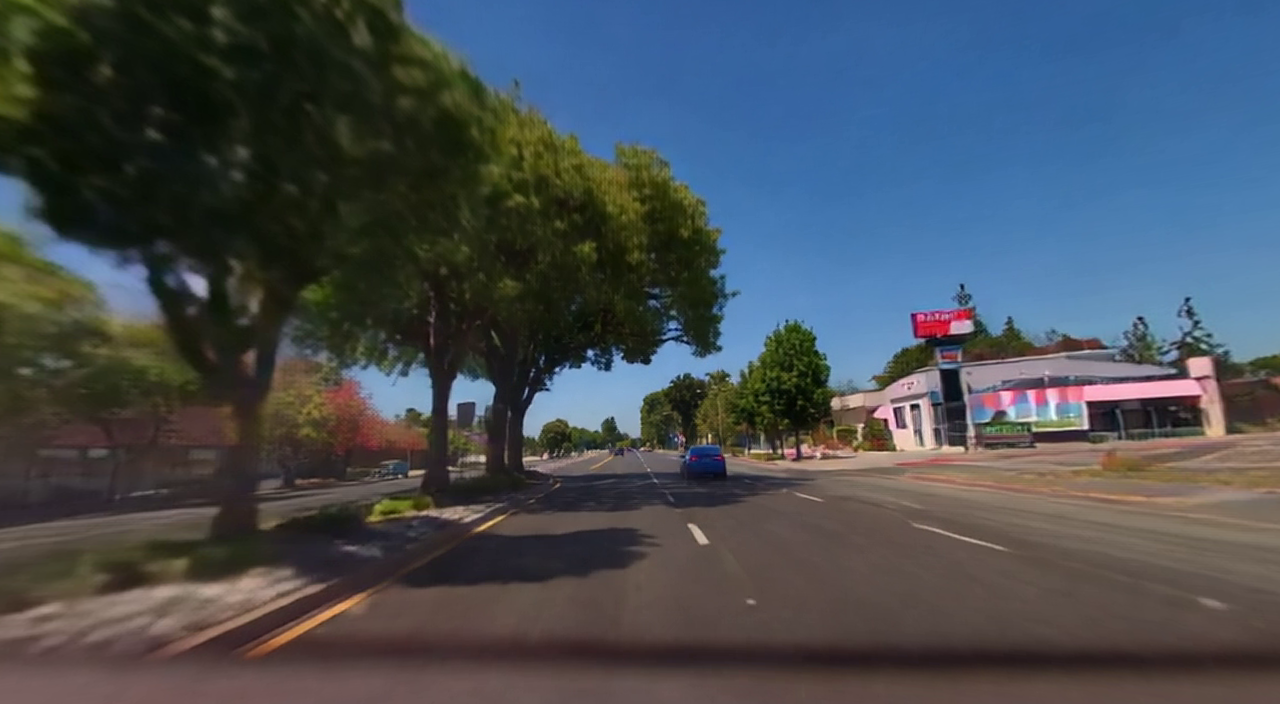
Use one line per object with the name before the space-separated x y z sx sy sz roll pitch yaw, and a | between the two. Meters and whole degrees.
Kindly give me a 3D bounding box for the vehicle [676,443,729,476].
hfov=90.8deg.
vehicle | 2.835 4.997 29.636 1.929 1.411 4.284 0 -8 -1
